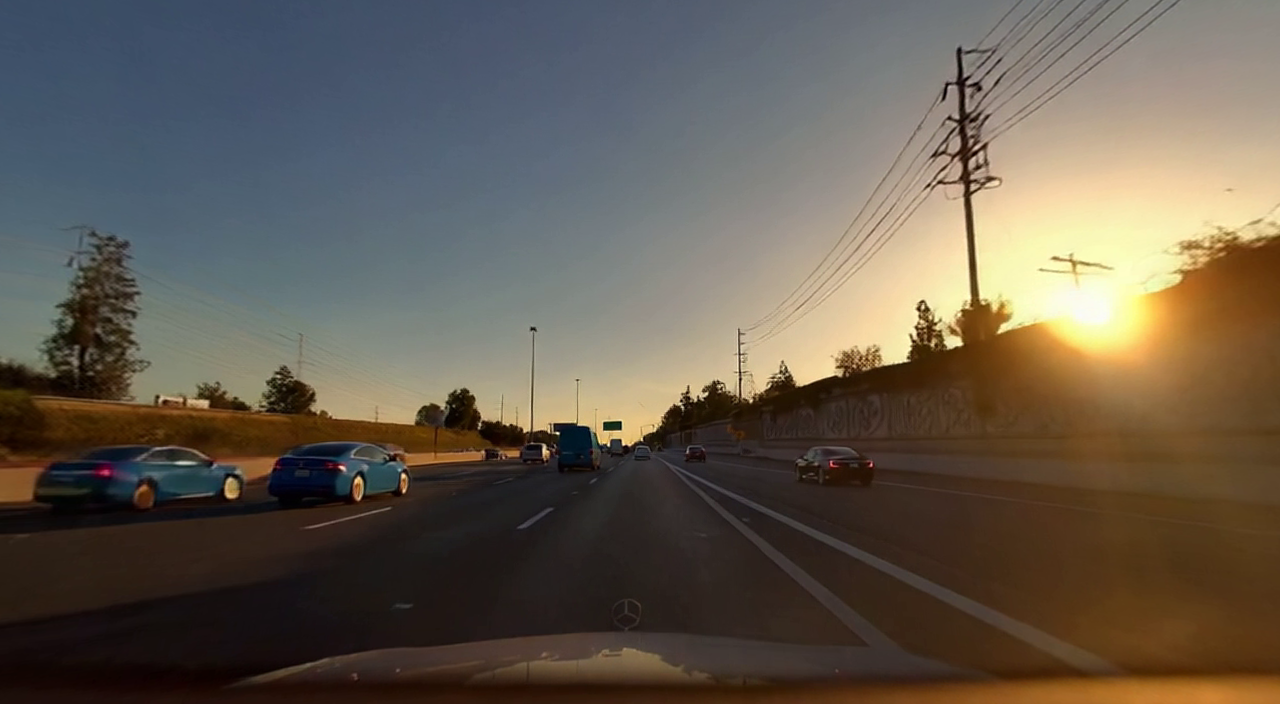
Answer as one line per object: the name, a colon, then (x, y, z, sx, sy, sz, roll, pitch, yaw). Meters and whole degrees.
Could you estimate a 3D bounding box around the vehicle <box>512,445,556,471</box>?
vehicle: (-6.635, 6.668, 39.821, 1.944, 1.490, 4.442, 0, -9, 1)

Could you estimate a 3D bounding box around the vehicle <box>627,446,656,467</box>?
vehicle: (0.083, 7.784, 47.192, 2.084, 1.492, 4.137, 0, -9, -1)

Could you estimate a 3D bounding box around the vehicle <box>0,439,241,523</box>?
vehicle: (-11.109, 2.688, 13.689, 2.009, 1.513, 4.304, 0, -9, 0)

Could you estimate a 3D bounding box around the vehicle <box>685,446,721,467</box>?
vehicle: (4.605, 7.716, 46.677, 2.095, 1.504, 4.536, 0, -9, -1)

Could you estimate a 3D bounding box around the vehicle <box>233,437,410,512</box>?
vehicle: (-7.429, 2.887, 15.339, 1.967, 1.525, 4.458, 0, -9, 0)

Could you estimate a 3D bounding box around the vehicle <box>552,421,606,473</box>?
vehicle: (-3.313, 5.388, 35.605, 2.395, 2.660, 5.827, 0, -9, 1)

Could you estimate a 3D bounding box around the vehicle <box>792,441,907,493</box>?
vehicle: (6.502, 3.604, 20.103, 2.052, 1.470, 4.364, 0, -9, -2)
